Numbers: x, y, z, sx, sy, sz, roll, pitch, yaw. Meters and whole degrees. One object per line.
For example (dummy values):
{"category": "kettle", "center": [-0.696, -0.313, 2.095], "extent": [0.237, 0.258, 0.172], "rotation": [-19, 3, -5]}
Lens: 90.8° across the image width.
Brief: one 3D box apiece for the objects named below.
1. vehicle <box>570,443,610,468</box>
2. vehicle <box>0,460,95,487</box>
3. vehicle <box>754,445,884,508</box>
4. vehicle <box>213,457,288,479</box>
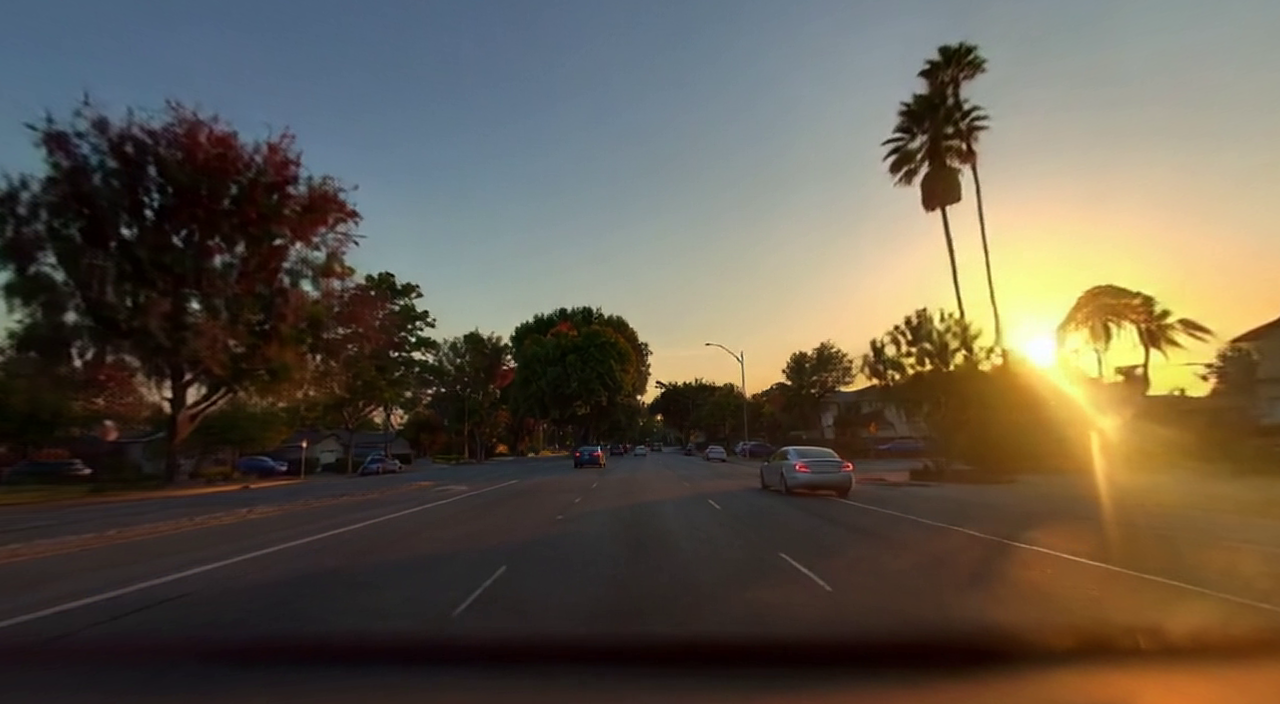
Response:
{"category": "vehicle", "center": [-3.248, 6.823, 41.941], "extent": [2.263, 1.548, 4.555], "rotation": [0, -8, 0]}
{"category": "vehicle", "center": [-35.334, 7.151, 37.290], "extent": [4.503, 1.515, 1.964], "rotation": [0, -9, 2]}
{"category": "vehicle", "center": [4.565, 3.233, 16.987], "extent": [2.149, 1.421, 4.805], "rotation": [0, -8, 1]}
{"category": "vehicle", "center": [-28.266, 8.414, 45.918], "extent": [4.113, 1.535, 1.952], "rotation": [1, -8, -1]}
